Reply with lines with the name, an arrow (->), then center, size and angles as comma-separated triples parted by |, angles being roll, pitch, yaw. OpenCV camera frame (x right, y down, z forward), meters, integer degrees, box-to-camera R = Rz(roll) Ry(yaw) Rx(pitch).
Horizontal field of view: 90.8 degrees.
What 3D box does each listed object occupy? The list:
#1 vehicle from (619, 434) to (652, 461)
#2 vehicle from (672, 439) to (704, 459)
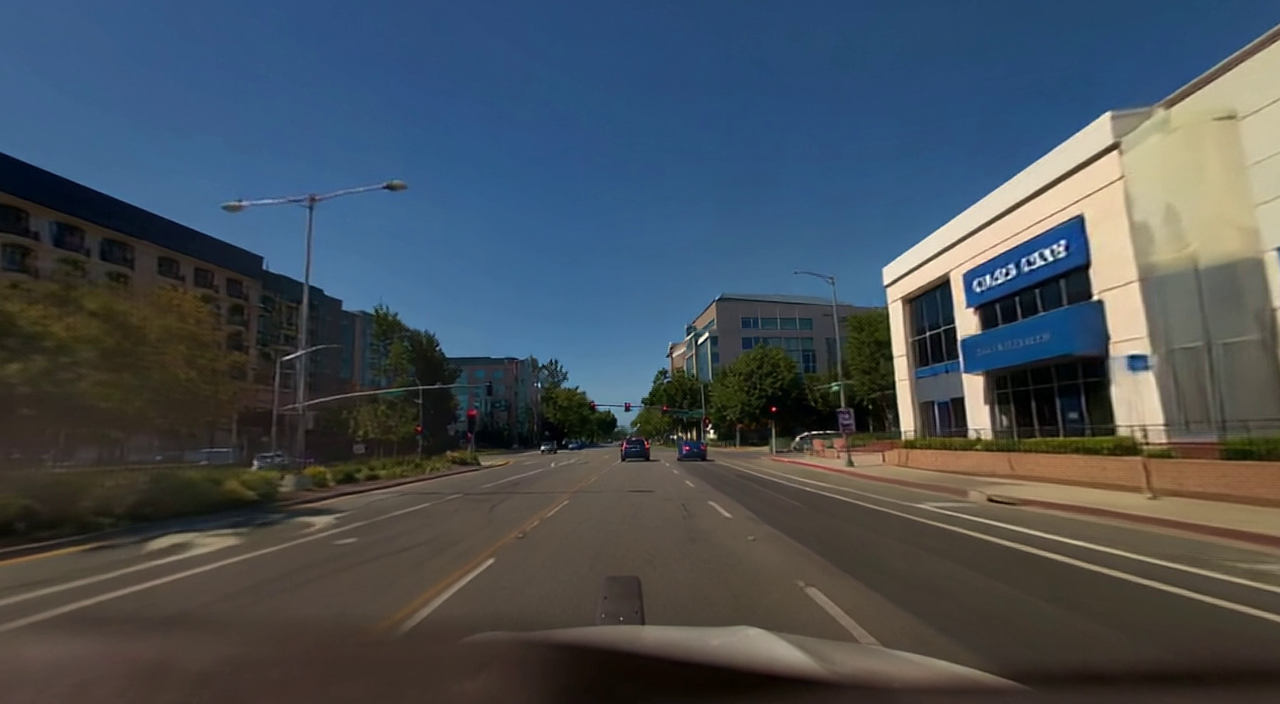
vehicle -> -0.296, 6.898, 45.731 | 2.313, 1.860, 4.319 | 0, -8, 0
vehicle -> 3.636, 7.472, 48.606 | 2.080, 1.472, 4.401 | 0, -8, 0
